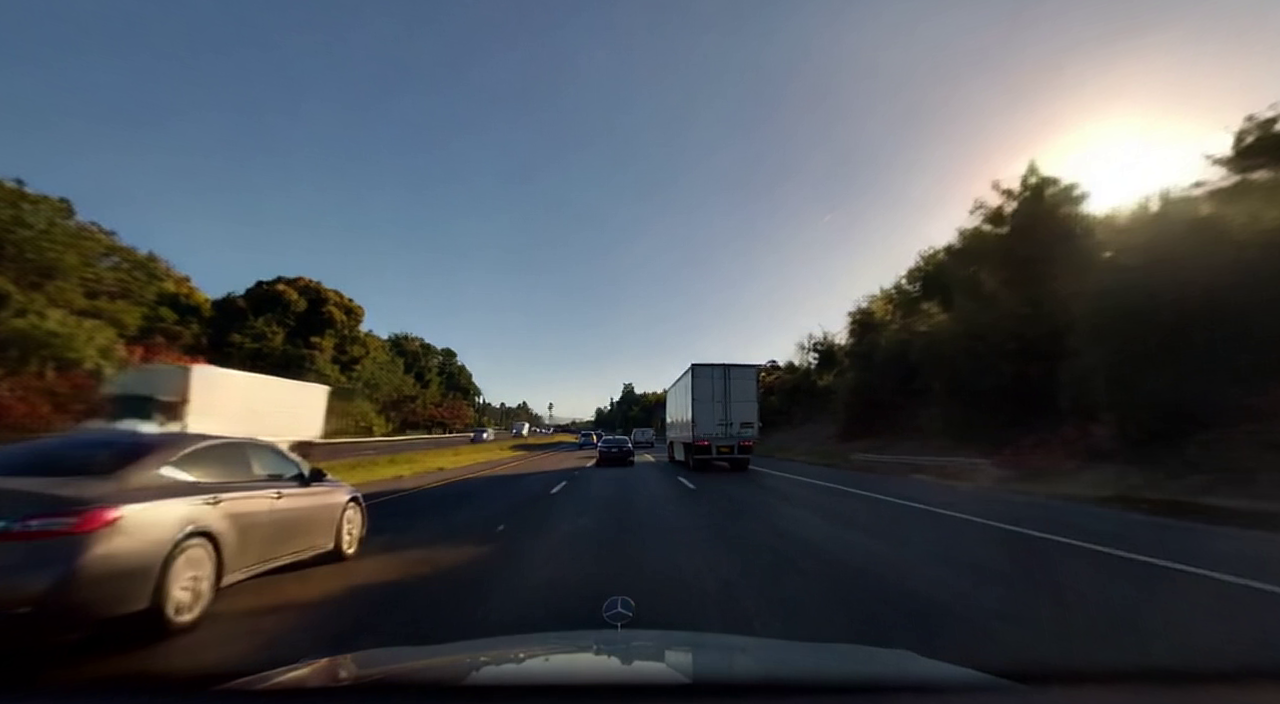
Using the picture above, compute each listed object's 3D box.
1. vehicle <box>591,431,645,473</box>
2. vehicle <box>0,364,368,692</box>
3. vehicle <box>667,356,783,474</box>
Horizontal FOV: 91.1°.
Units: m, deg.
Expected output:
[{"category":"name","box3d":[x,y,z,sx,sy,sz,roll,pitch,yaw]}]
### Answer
[{"category":"vehicle","box3d":[-0.868,4.059,25.668,2.048,1.563,4.087,0,-8,-1]},{"category":"vehicle","box3d":[-4.497,1.222,5.365,2.264,1.699,4.648,0,-8,0]},{"category":"vehicle","box3d":[3.279,3.189,29.278,2.946,4.111,14.652,0,-8,-2]}]
